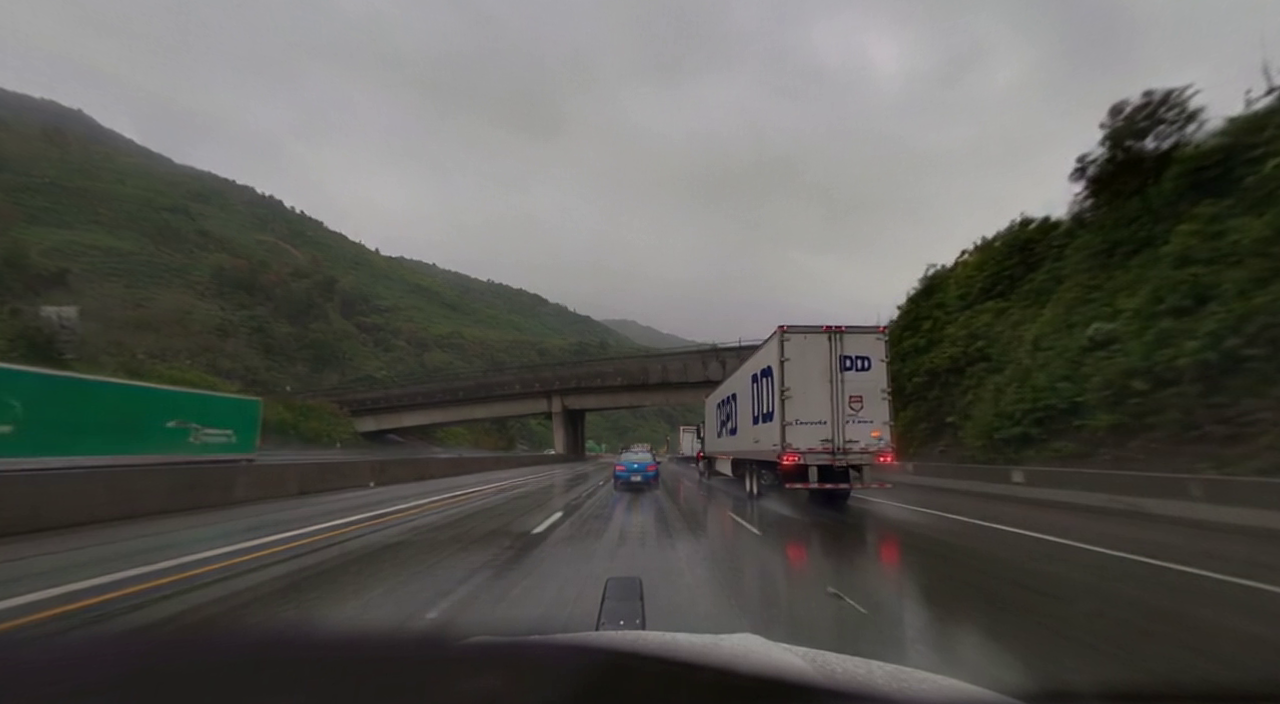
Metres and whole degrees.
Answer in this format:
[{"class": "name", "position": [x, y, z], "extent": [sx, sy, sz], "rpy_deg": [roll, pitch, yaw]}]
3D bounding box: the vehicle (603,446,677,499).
[{"class": "vehicle", "position": [-0.005, 3.607, 19.206], "extent": [2.029, 1.437, 3.794], "rpy_deg": [0, -9, 0]}]

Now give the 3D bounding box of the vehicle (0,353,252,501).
[{"class": "vehicle", "position": [-19.147, 2.669, 21.189], "extent": [3.069, 4.019, 14.382], "rpy_deg": [0, -9, 0]}]

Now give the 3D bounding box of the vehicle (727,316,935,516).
[{"class": "vehicle", "position": [4.320, 1.874, 16.676], "extent": [2.802, 3.956, 8.291], "rpy_deg": [0, -9, 0]}]
